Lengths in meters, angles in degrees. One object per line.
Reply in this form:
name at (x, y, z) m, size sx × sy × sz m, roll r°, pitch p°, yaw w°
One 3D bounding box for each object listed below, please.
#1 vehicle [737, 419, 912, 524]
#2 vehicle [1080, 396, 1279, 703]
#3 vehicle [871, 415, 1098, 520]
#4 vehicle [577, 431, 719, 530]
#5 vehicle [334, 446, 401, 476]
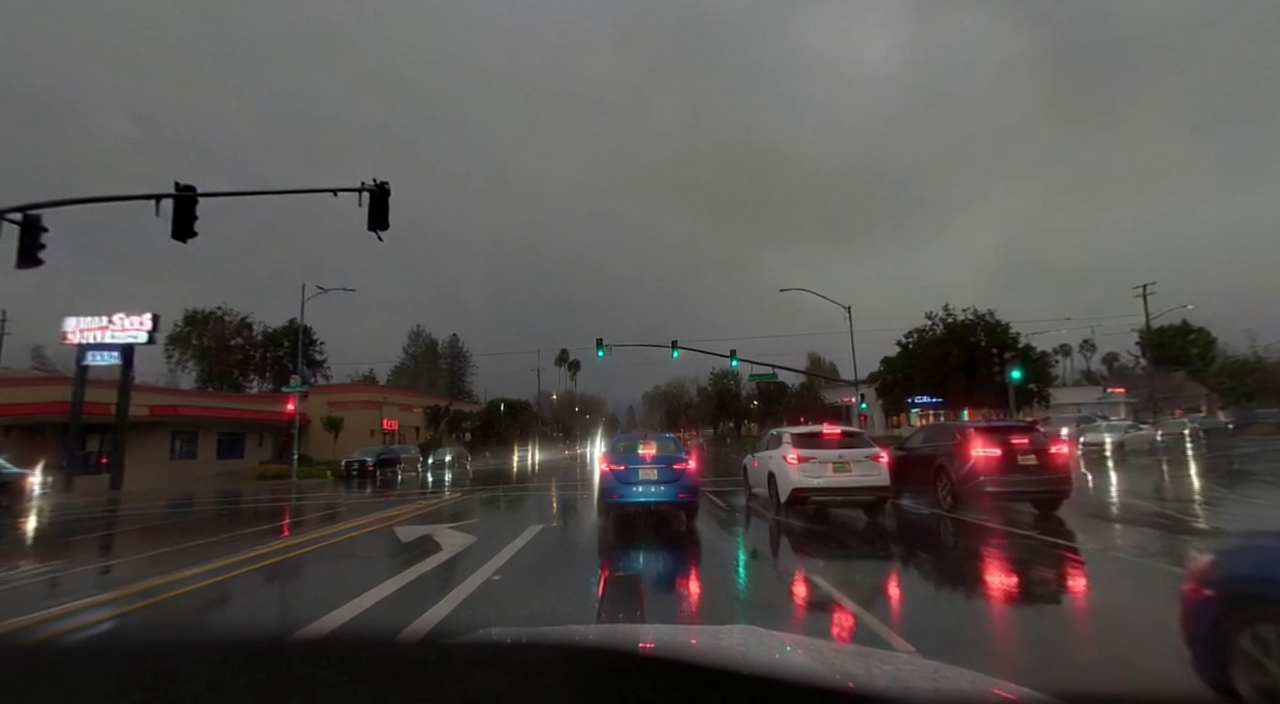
vehicle at (3.271, 2.231, 12.355) m, size 1.973 × 1.633 × 4.717 m, roll 0°, pitch -8°, yaw 0°
vehicle at (3.542, 0.732, 1.310) m, size 1.889 × 1.473 × 4.643 m, roll 0°, pitch -8°, yaw 0°
vehicle at (6.435, 2.213, 12.529) m, size 2.009 × 1.700 × 4.275 m, roll 0°, pitch -8°, yaw -1°
vehicle at (0.081, 2.246, 11.615) m, size 2.135 × 1.468 × 4.076 m, roll 0°, pitch -8°, yaw -1°
vehicle at (-18.636, 7.451, 43.568) m, size 2.324 × 1.911 × 5.610 m, roll 0°, pitch -8°, yaw -3°
